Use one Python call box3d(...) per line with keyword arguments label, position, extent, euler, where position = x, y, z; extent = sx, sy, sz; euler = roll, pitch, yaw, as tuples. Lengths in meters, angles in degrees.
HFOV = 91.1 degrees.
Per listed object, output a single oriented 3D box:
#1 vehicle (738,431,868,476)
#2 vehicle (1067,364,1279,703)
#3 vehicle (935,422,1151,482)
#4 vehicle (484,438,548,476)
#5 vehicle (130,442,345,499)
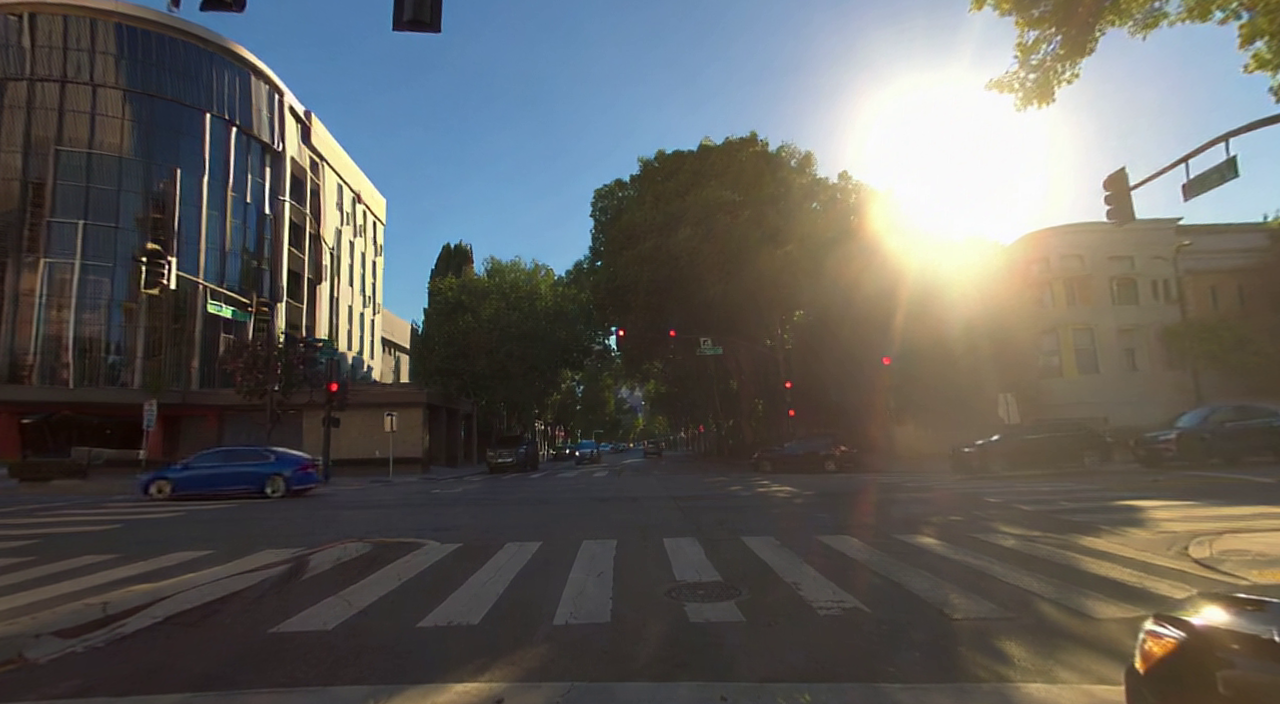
box3d(label="vehicle", position=(6.461, 4.031, 25.189), extent=(4.551, 1.625, 2.053), euler=(-7, -11, 40))
box3d(label="vehicle", position=(2.884, 0.675, 0.836), extent=(1.947, 1.576, 3.825), euler=(0, -8, 1))
box3d(label="vehicle", position=(10.610, 2.653, 16.783), extent=(4.464, 1.472, 1.867), euler=(0, -8, 0))
box3d(label="vehicle", position=(-5.951, 5.087, 30.661), extent=(2.115, 1.690, 4.322), euler=(0, -8, 1))
box3d(label="vehicle", position=(-10.959, 3.231, 17.362), extent=(4.613, 1.443, 1.883), euler=(0, -8, -1))
